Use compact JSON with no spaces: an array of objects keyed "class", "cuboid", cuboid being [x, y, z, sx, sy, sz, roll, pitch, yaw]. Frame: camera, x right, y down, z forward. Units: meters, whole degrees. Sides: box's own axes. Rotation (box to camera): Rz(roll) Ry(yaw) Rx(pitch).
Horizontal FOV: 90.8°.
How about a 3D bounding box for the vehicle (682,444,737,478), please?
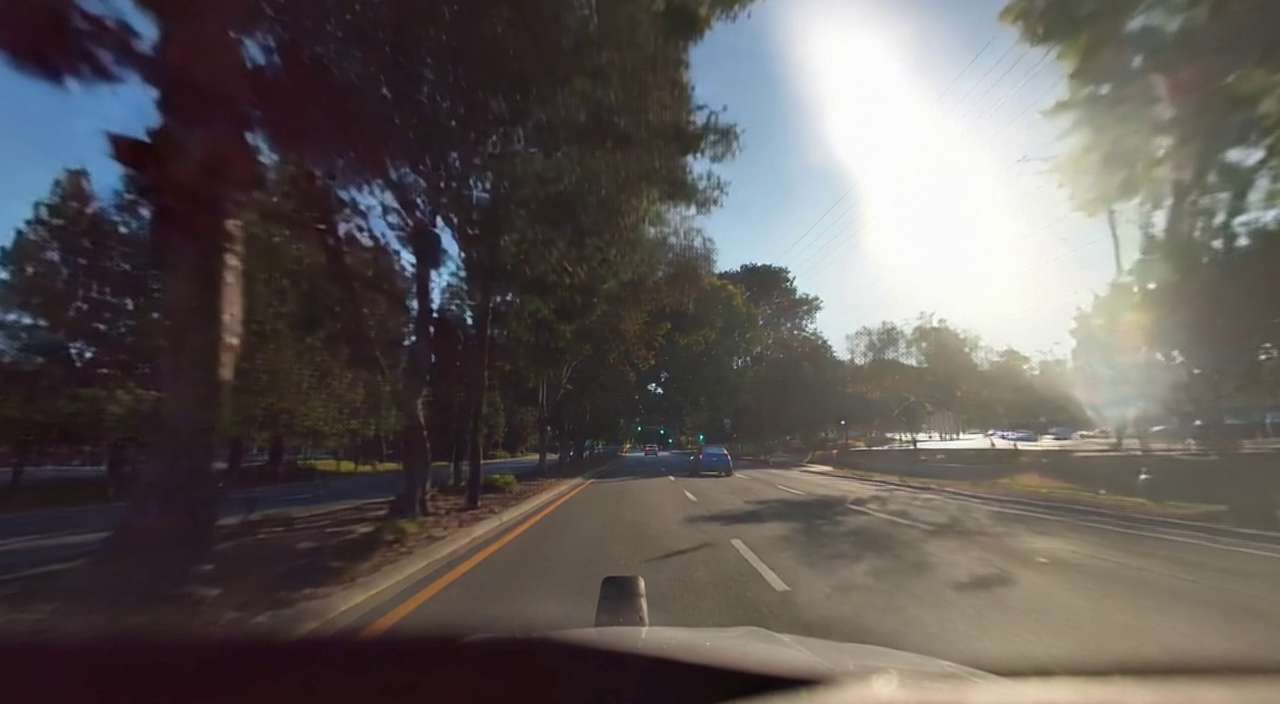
[{"class":"vehicle","cuboid":[3.191,5.100,29.774,2.056,1.483,4.091,0,-8,-2]}]
